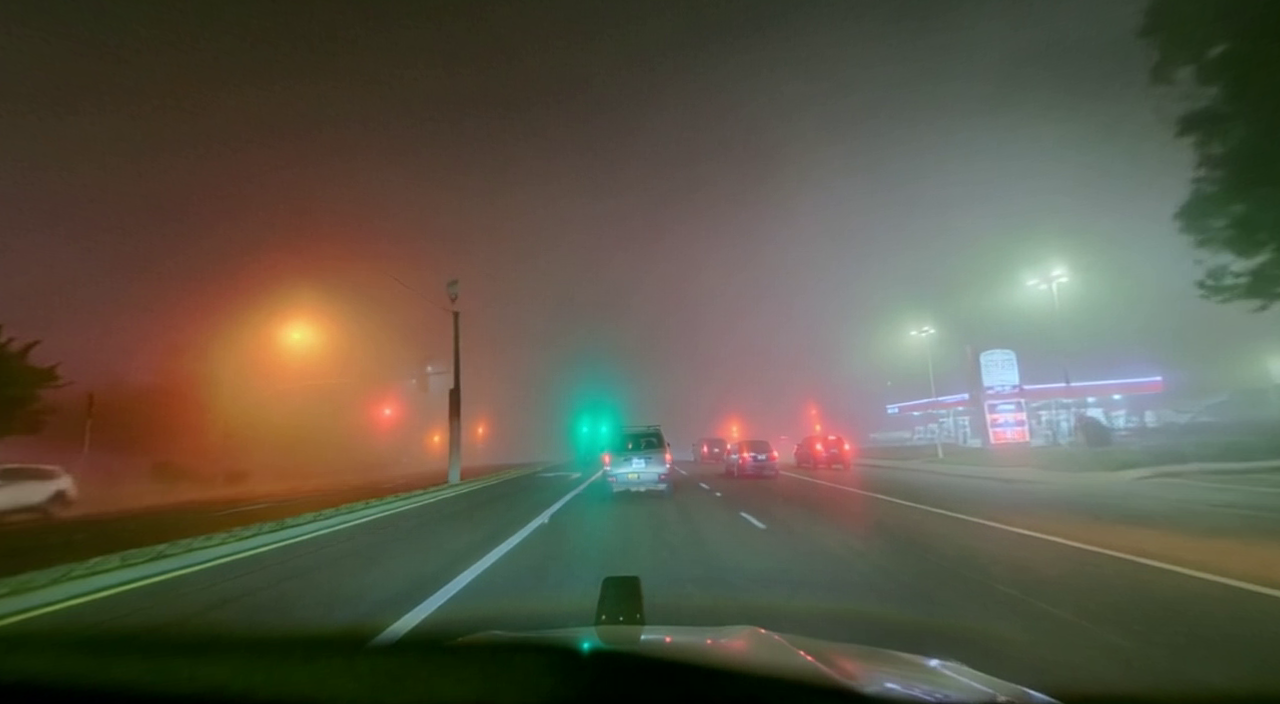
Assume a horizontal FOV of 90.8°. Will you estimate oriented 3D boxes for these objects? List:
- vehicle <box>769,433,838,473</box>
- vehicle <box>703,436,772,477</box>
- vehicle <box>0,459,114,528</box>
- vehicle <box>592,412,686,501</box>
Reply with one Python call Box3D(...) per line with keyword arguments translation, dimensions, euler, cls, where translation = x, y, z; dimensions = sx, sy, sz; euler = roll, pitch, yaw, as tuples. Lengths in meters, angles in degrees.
Box3D(translation=(6.994, 4.361, 27.421), dimensions=(1.793, 1.585, 4.130), euler=(0, -9, -1), cls="vehicle")
Box3D(translation=(3.803, 4.141, 25.327), dimensions=(1.940, 1.474, 4.234), euler=(0, -9, -2), cls="vehicle")
Box3D(translation=(-15.557, 3.405, 15.254), dimensions=(1.914, 1.496, 4.361), euler=(-1, -9, 1), cls="vehicle")
Box3D(translation=(-0.083, 2.640, 16.250), dimensions=(2.038, 1.917, 4.900), euler=(0, -9, -1), cls="vehicle")
